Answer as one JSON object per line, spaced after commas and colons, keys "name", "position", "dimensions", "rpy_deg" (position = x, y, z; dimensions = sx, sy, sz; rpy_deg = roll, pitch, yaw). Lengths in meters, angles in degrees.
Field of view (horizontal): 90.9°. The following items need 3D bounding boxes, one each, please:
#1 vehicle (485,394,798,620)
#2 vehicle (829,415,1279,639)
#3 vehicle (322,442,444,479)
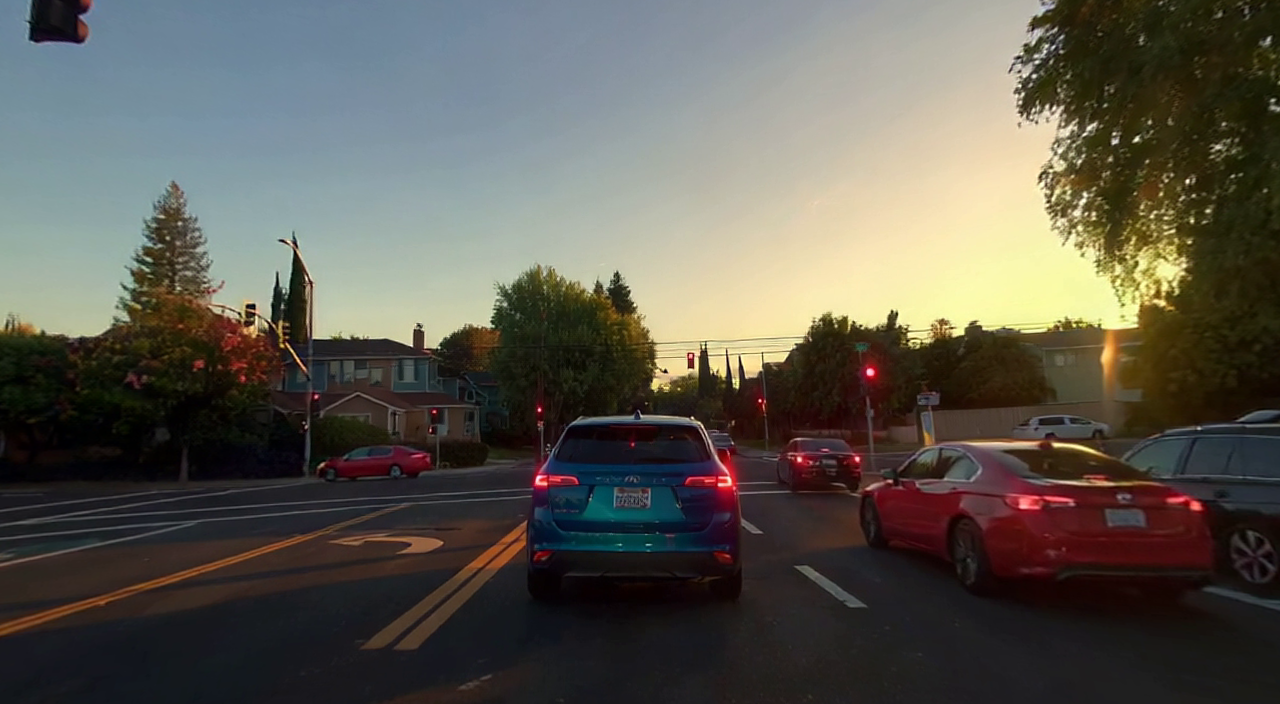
{"name": "vehicle", "position": [0.048, 1.475, 6.953], "dimensions": [2.322, 1.667, 4.367], "rpy_deg": [0, -8, 1]}
{"name": "vehicle", "position": [3.767, 1.561, 6.801], "dimensions": [2.077, 1.527, 4.755], "rpy_deg": [0, -8, 1]}
{"name": "vehicle", "position": [-11.194, 4.713, 27.547], "dimensions": [4.723, 1.486, 1.800], "rpy_deg": [4, -9, -25]}
